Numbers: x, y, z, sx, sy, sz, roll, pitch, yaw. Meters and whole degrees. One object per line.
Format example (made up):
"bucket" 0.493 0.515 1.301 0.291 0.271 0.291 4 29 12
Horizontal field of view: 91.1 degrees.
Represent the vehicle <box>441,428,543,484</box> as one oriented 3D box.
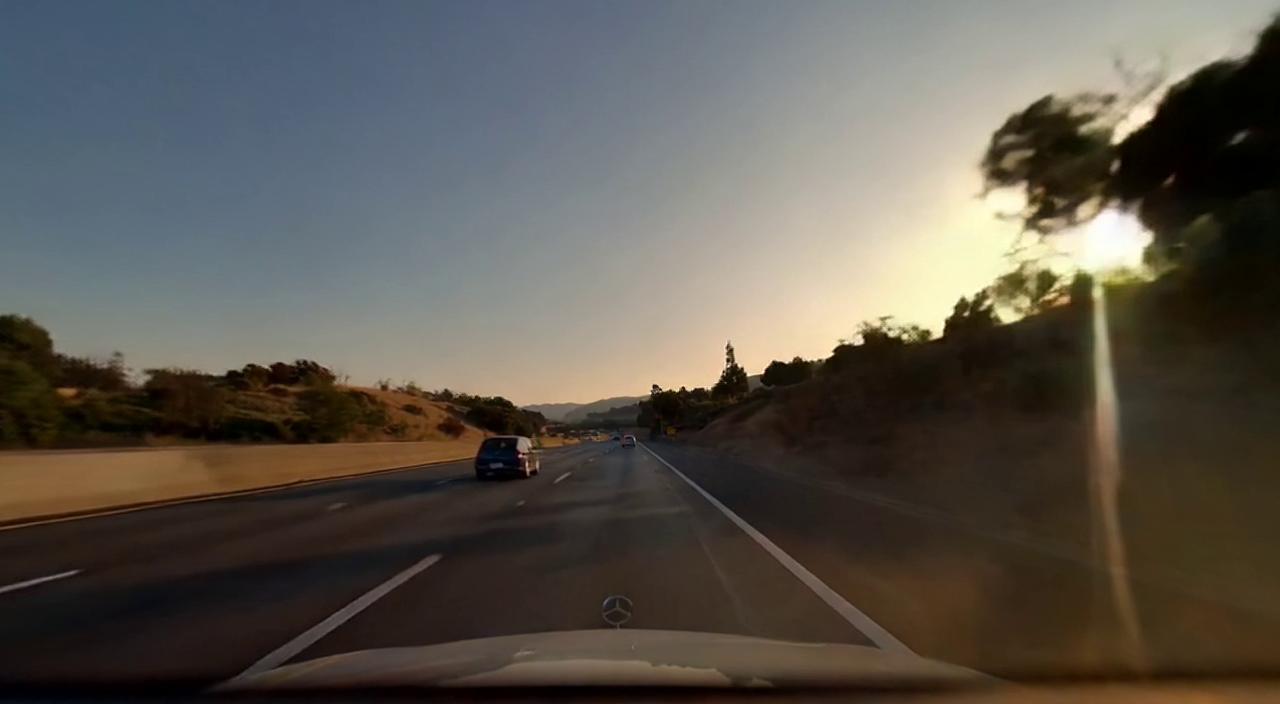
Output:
"vehicle" -4.634 3.336 20.562 2.129 1.588 4.980 0 -8 0
